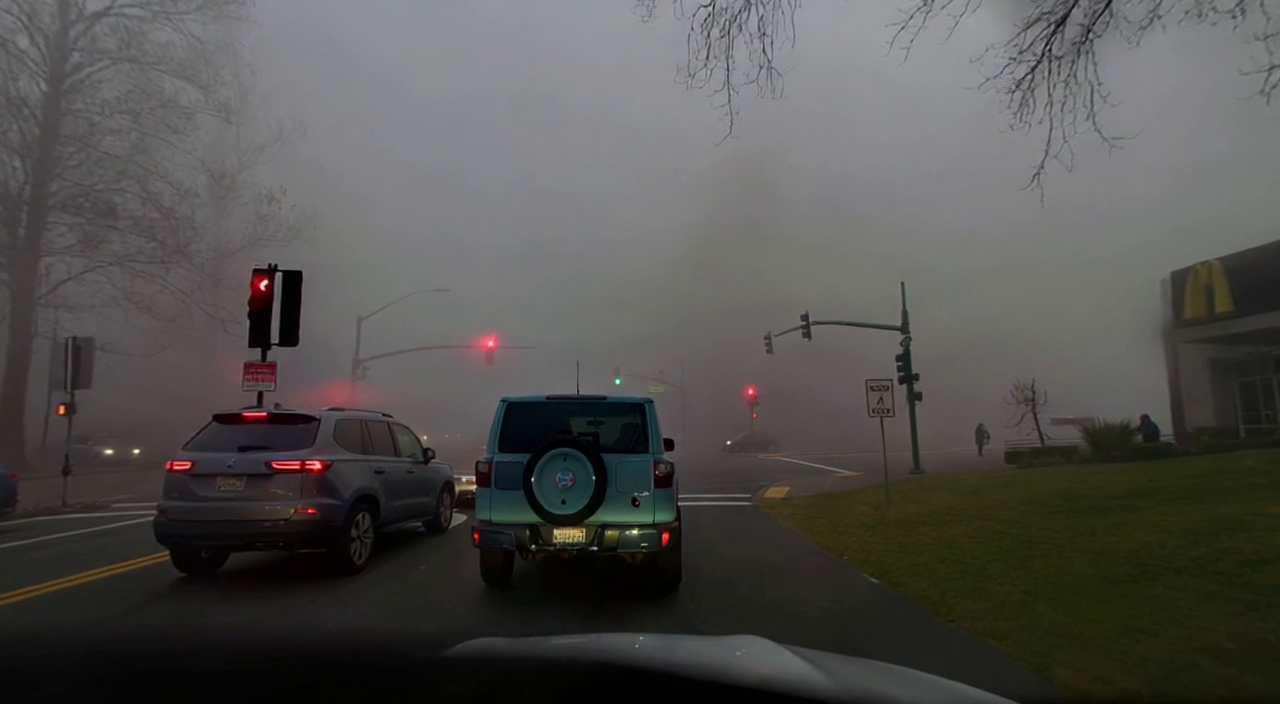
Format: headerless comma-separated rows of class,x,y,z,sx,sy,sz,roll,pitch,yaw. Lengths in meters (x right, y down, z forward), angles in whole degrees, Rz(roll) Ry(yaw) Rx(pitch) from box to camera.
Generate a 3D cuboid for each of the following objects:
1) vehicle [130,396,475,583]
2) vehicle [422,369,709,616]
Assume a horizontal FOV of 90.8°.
vehicle,-3.909,1.680,8.511,2.130,1.819,4.497,0,-8,0
vehicle,-0.617,1.437,7.348,2.224,1.923,4.643,0,-8,-1
